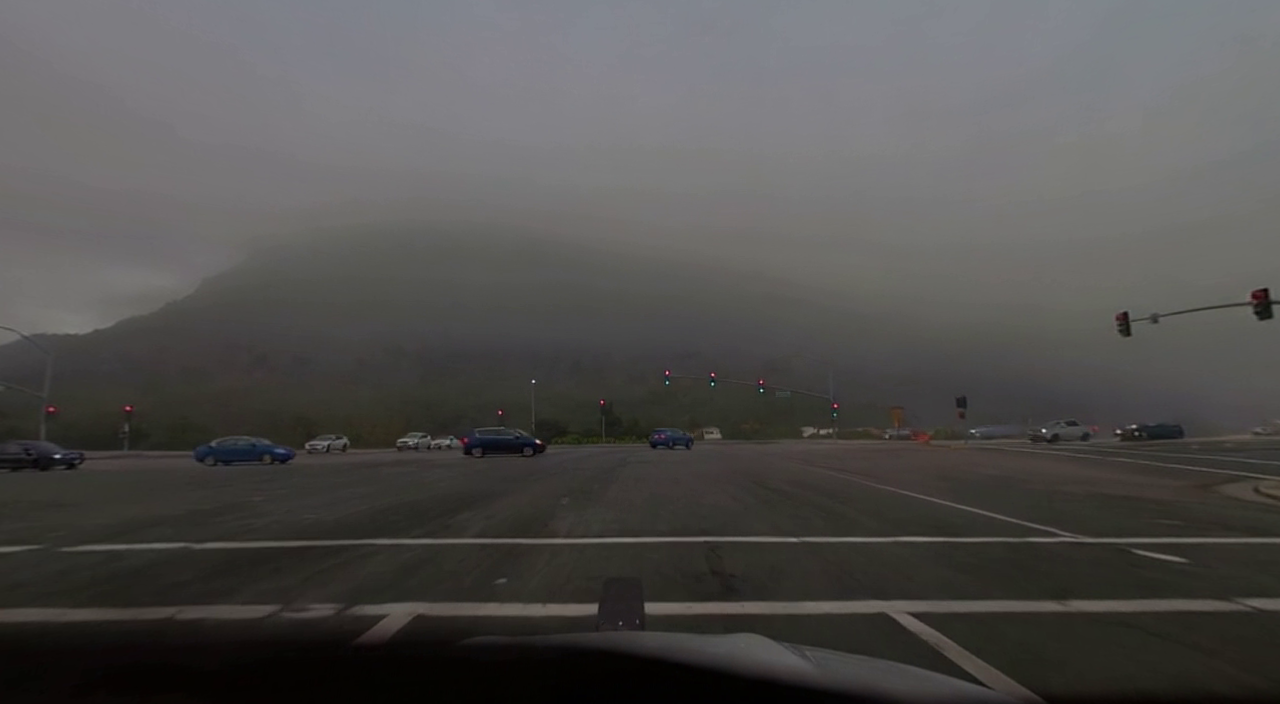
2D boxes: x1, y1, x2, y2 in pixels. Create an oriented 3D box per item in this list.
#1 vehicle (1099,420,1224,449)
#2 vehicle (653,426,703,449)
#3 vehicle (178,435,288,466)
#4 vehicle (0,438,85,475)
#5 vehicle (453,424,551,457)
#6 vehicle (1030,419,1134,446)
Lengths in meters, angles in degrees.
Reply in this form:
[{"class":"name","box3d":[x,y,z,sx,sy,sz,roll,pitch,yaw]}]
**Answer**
[{"class":"vehicle","box3d":[27.300,4.360,33.199,4.778,1.495,1.959,0,-8,0]},{"class":"vehicle","box3d":[3.048,6.780,49.998,2.020,1.713,4.547,-5,-10,32]},{"class":"vehicle","box3d":[-20.859,5.057,32.564,4.218,1.542,2.044,1,-8,-9]},{"class":"vehicle","box3d":[-30.872,5.122,31.167,4.812,1.735,2.105,0,-8,-2]},{"class":"vehicle","box3d":[-8.202,5.294,37.699,5.228,1.805,2.246,5,-10,-30]},{"class":"vehicle","box3d":[28.327,5.228,40.641,5.100,1.680,2.055,0,-8,1]}]
